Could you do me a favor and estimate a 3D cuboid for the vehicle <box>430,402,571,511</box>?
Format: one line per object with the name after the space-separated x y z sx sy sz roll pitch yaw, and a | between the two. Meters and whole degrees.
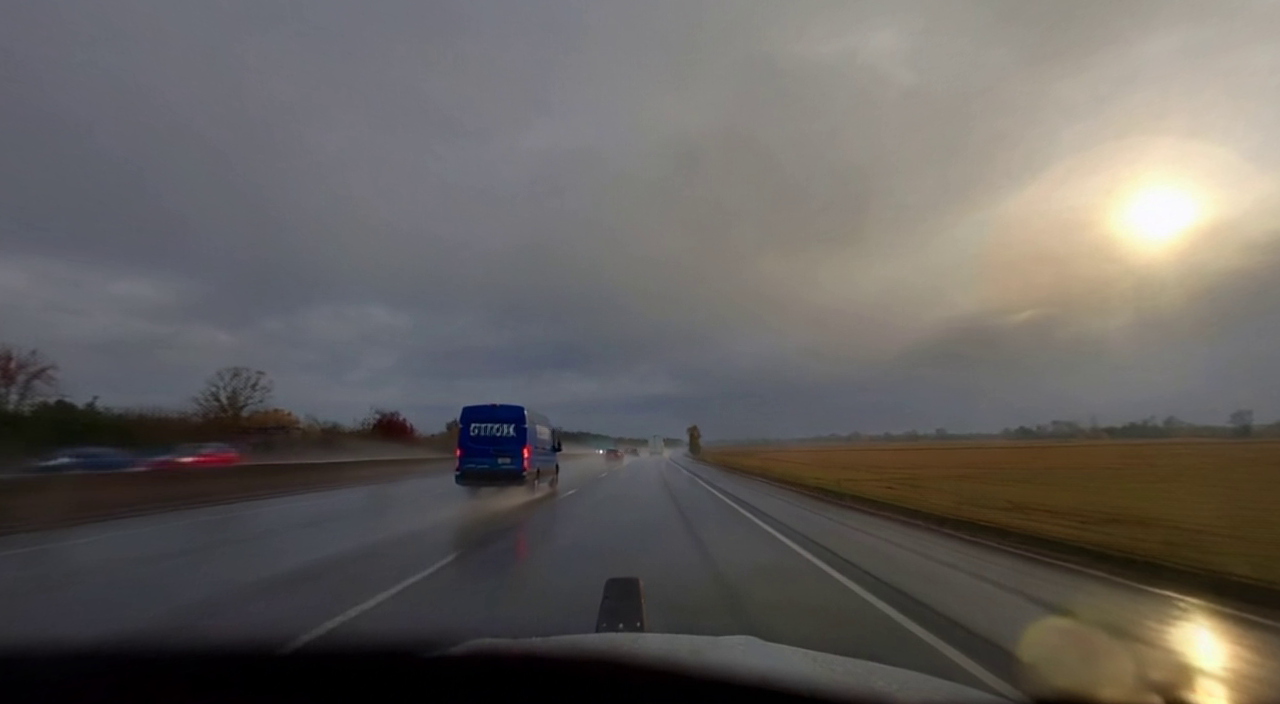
-3.346 2.676 16.503 2.360 2.367 5.223 0 -9 1 | vehicle
